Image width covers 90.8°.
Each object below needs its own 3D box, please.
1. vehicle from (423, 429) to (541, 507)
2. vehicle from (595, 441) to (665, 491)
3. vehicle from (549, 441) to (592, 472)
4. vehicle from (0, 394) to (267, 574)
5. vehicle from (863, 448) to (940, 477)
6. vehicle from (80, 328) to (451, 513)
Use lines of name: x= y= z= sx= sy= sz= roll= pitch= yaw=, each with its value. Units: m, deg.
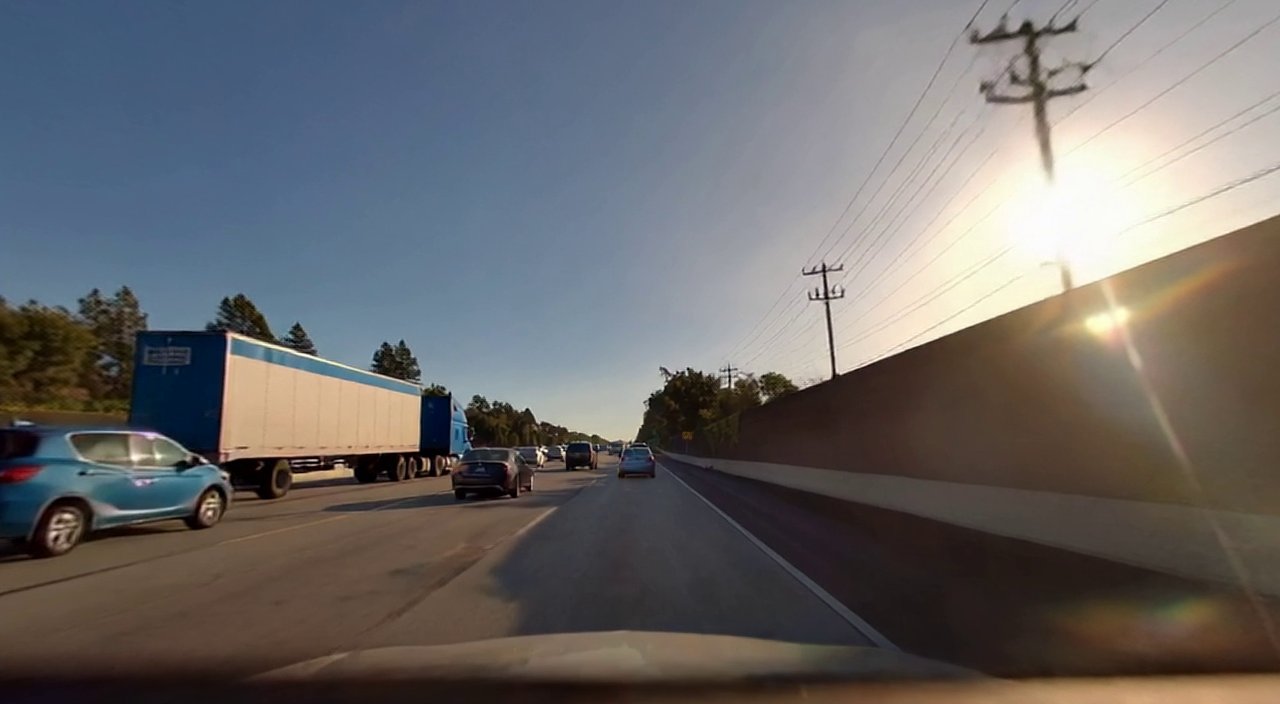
vehicle: x=-3.864 y=2.912 z=16.302 sx=1.923 sy=1.716 sz=4.289 roll=0 pitch=-9 yaw=0
vehicle: x=-0.321 y=3.726 z=20.900 sx=2.089 sy=1.477 sz=3.818 roll=0 pitch=-9 yaw=-1
vehicle: x=-4.062 y=6.194 z=37.667 sx=1.976 sy=1.705 sz=4.176 roll=0 pitch=-9 yaw=1
vehicle: x=-7.593 y=1.658 z=8.459 sx=2.054 sy=1.825 sz=5.072 roll=0 pitch=-9 yaw=0
vehicle: x=14.093 y=5.965 z=34.395 sx=2.027 sy=1.478 sz=4.849 roll=0 pitch=-9 yaw=-1
vehicle: x=-10.647 y=2.710 z=22.139 sx=2.892 sy=4.073 sz=16.528 roll=0 pitch=-9 yaw=0
